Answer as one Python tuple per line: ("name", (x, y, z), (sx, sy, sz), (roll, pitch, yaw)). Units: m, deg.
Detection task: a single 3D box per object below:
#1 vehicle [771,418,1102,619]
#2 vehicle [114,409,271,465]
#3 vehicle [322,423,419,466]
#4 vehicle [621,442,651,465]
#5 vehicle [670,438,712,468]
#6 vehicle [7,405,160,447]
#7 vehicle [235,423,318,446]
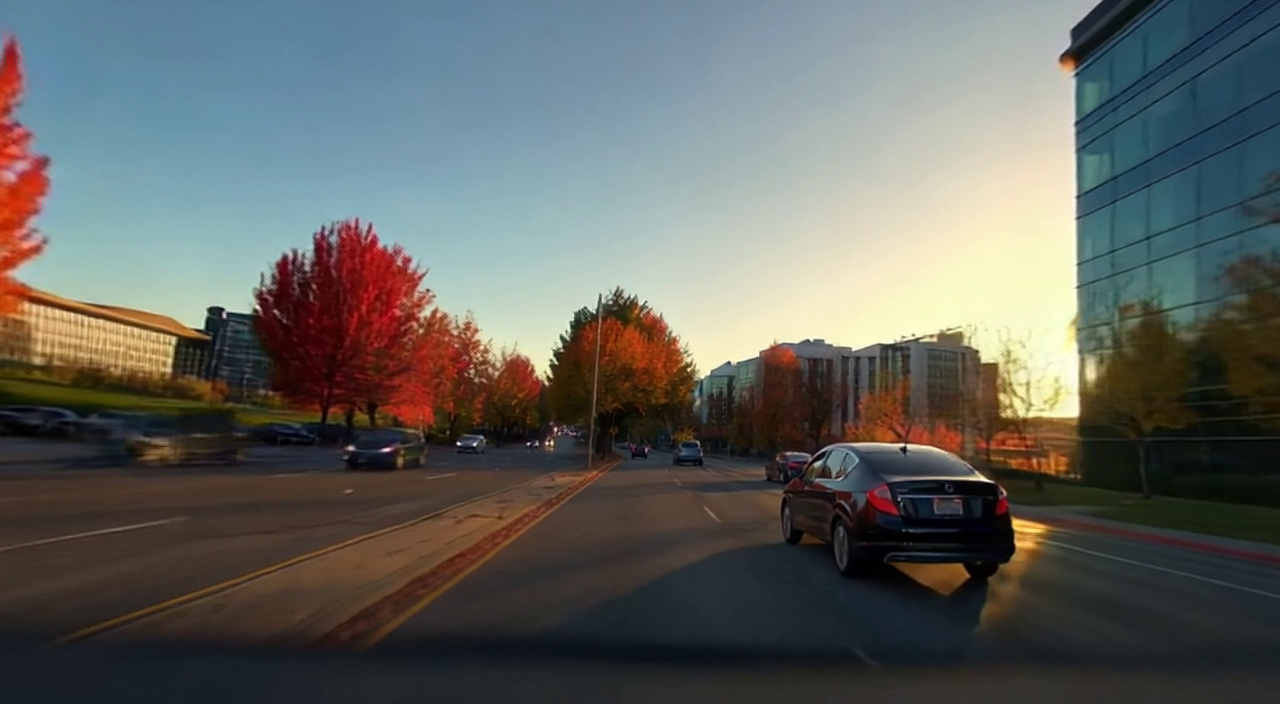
("vehicle", (2.896, 1.690, 7.293), (1.901, 1.634, 3.896), (1, -9, 0))
("vehicle", (-15.550, 3.051, 22.342), (2.101, 1.738, 4.704), (0, -9, 0))
("vehicle", (-11.270, 3.928, 26.747), (2.122, 1.685, 4.358), (0, -9, 0))
("vehicle", (-0.254, 6.926, 43.282), (1.991, 1.477, 3.814), (0, -9, 0))
("vehicle", (3.221, 6.498, 40.712), (2.154, 1.844, 4.634), (0, -9, -2))
("vehicle", (-27.120, 3.746, 31.122), (2.149, 1.809, 5.973), (-2, -9, 0))
("vehicle", (-27.129, 6.221, 47.184), (4.787, 1.664, 2.211), (0, -9, -1))
